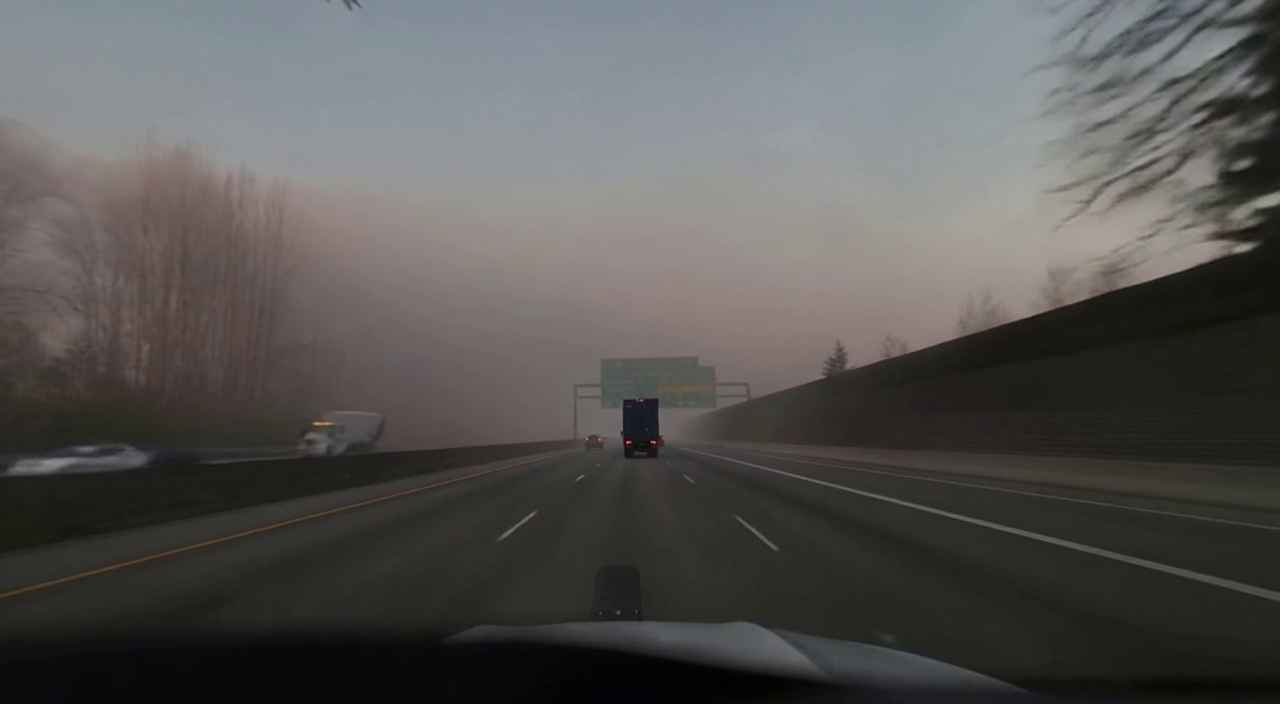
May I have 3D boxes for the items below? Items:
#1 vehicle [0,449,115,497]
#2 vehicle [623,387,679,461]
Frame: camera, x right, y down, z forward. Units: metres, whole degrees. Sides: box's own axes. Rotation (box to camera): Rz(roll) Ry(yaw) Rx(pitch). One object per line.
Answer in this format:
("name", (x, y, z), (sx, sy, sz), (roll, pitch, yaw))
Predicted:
("vehicle", (-21.675, 4.269, 22.656), (1.824, 1.479, 4.192), (0, -8, 0))
("vehicle", (0.394, 4.984, 41.908), (2.965, 3.972, 16.689), (0, -8, -1))
